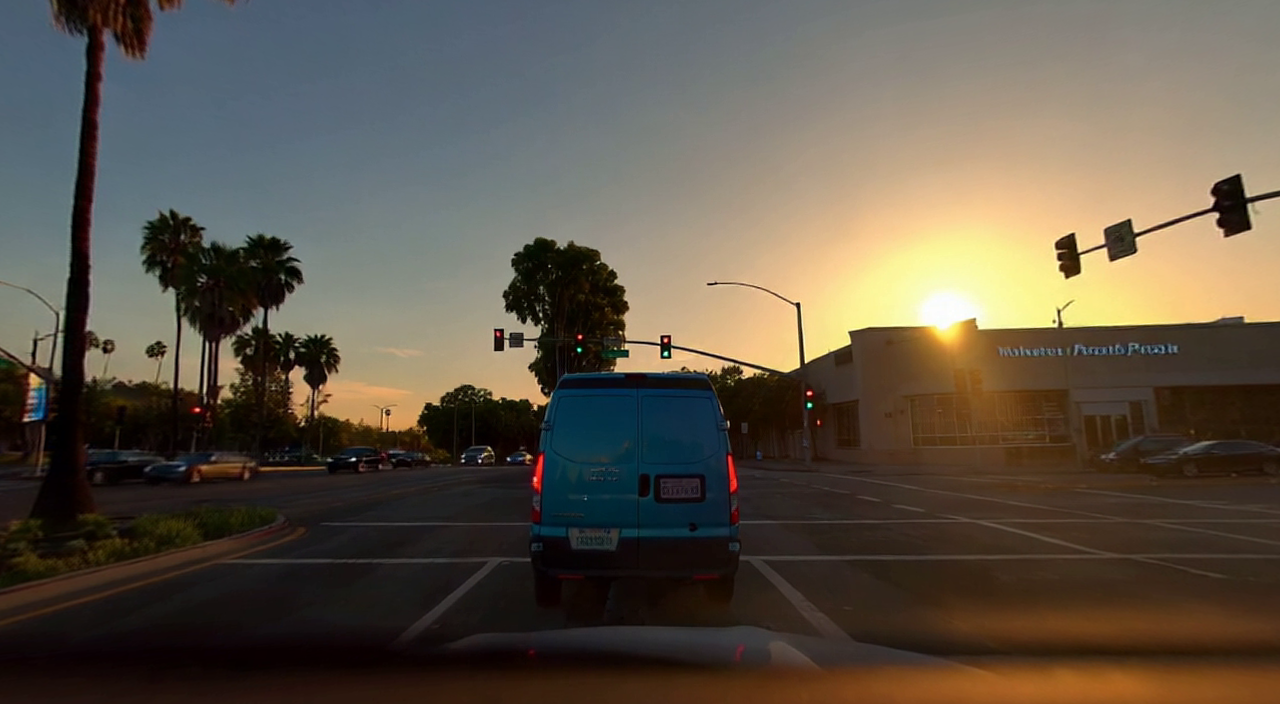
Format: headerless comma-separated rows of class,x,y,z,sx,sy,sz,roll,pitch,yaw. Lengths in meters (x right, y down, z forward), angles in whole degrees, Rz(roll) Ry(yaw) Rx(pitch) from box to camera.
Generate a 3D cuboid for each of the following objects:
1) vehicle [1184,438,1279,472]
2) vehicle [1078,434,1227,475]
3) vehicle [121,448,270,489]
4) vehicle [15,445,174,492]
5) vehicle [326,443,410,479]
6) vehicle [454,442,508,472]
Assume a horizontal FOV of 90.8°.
vehicle,27.387,4.620,28.383,4.625,1.451,1.801,1,-9,-9
vehicle,22.230,4.466,27.552,4.533,1.676,2.236,0,-9,-1
vehicle,-17.581,4.620,25.425,2.221,1.449,5.092,0,-9,1
vehicle,-21.333,4.533,25.028,2.107,1.642,4.561,0,-9,2
vehicle,-13.949,5.607,32.760,2.074,1.671,4.755,0,-9,2
vehicle,-9.709,6.438,38.910,2.074,1.681,4.417,0,-9,1
